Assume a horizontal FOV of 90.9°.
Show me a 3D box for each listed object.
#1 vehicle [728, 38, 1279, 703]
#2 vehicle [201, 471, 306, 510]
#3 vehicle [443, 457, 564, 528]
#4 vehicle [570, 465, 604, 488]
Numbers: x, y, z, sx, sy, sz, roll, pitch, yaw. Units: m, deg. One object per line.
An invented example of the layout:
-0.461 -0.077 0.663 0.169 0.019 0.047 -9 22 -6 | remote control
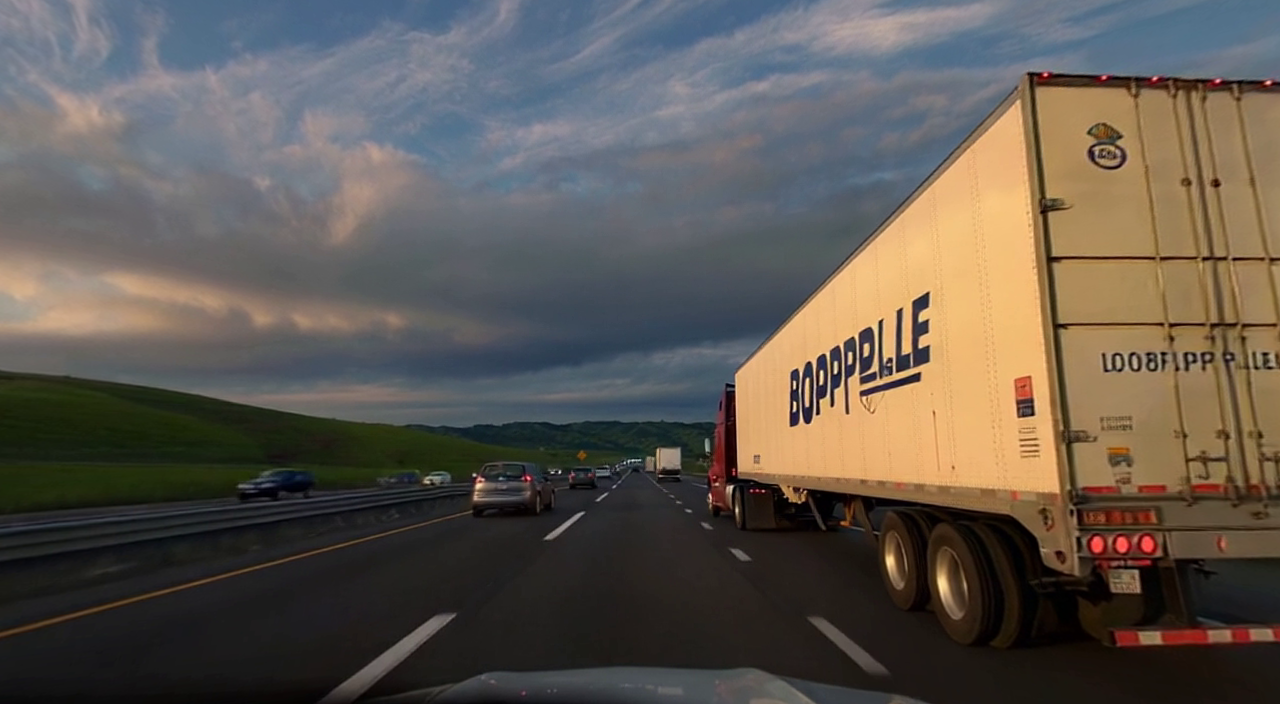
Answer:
3.969 1.305 10.565 2.839 4.062 14.051 1 -11 -1 | vehicle
-15.769 5.638 25.955 1.783 1.448 3.956 1 -11 0 | vehicle
-3.255 3.475 15.967 2.021 1.505 4.286 1 -11 1 | vehicle
-3.995 9.496 48.142 2.088 1.566 4.853 1 -11 1 | vehicle
